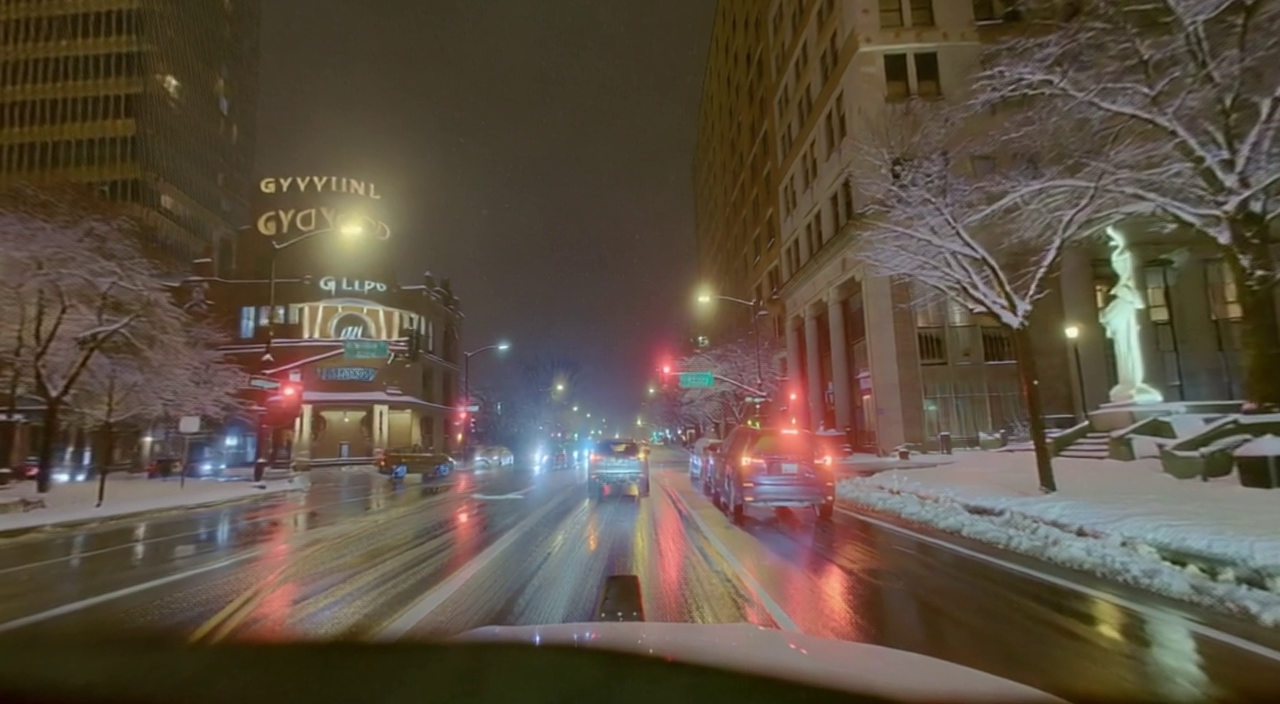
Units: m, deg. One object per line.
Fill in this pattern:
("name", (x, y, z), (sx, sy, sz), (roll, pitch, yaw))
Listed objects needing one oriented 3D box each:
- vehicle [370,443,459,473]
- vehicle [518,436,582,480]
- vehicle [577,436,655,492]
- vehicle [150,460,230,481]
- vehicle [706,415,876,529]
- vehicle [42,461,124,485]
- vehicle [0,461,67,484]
("vehicle", (-14.082, 6.660, 39.752), (4.855, 1.769, 2.071), (1, -9, -9))
("vehicle", (-3.584, 4.304, 25.956), (2.045, 1.633, 4.864), (0, -9, -2))
("vehicle", (-0.644, 3.313, 18.997), (2.096, 1.492, 4.071), (0, -9, 0))
("vehicle", (-32.478, 8.545, 45.623), (4.392, 1.427, 1.764), (0, -9, 0))
("vehicle", (2.609, 2.218, 12.185), (2.096, 1.775, 4.440), (0, -9, -1))
("vehicle", (-40.244, 8.734, 45.701), (4.224, 1.622, 1.808), (0, -9, 0))
("vehicle", (-44.554, 8.807, 46.175), (3.671, 1.498, 1.670), (1, -9, 3))
